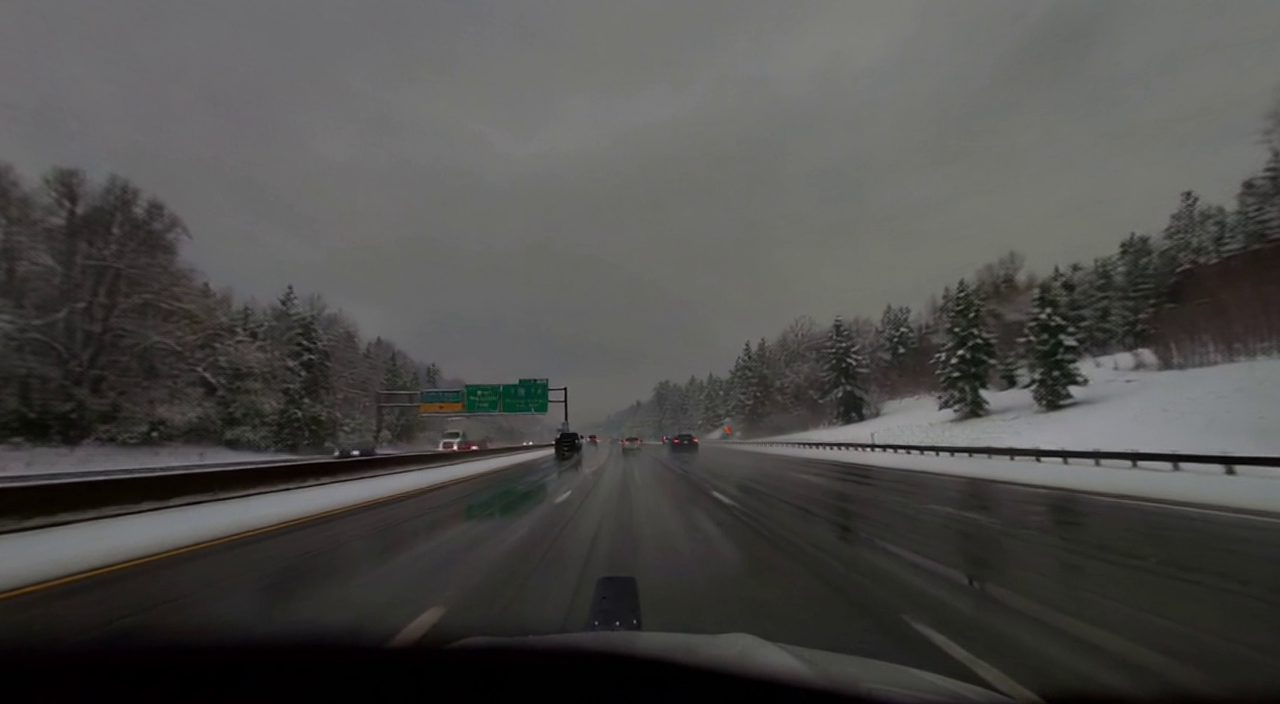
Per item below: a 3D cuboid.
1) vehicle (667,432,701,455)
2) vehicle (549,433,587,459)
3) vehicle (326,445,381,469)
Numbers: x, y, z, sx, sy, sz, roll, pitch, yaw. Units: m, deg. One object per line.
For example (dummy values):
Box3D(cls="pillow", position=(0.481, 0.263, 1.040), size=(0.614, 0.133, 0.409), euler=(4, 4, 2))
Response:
Box3D(cls="vehicle", position=(3.260, 6.876, 47.320), size=(2.066, 1.673, 4.225), euler=(0, -8, -2))
Box3D(cls="vehicle", position=(-4.641, 6.102, 41.067), size=(2.119, 1.629, 3.946), euler=(0, -8, -1))
Box3D(cls="vehicle", position=(-19.377, 7.077, 42.666), size=(1.834, 1.452, 4.223), euler=(0, -8, -1))
